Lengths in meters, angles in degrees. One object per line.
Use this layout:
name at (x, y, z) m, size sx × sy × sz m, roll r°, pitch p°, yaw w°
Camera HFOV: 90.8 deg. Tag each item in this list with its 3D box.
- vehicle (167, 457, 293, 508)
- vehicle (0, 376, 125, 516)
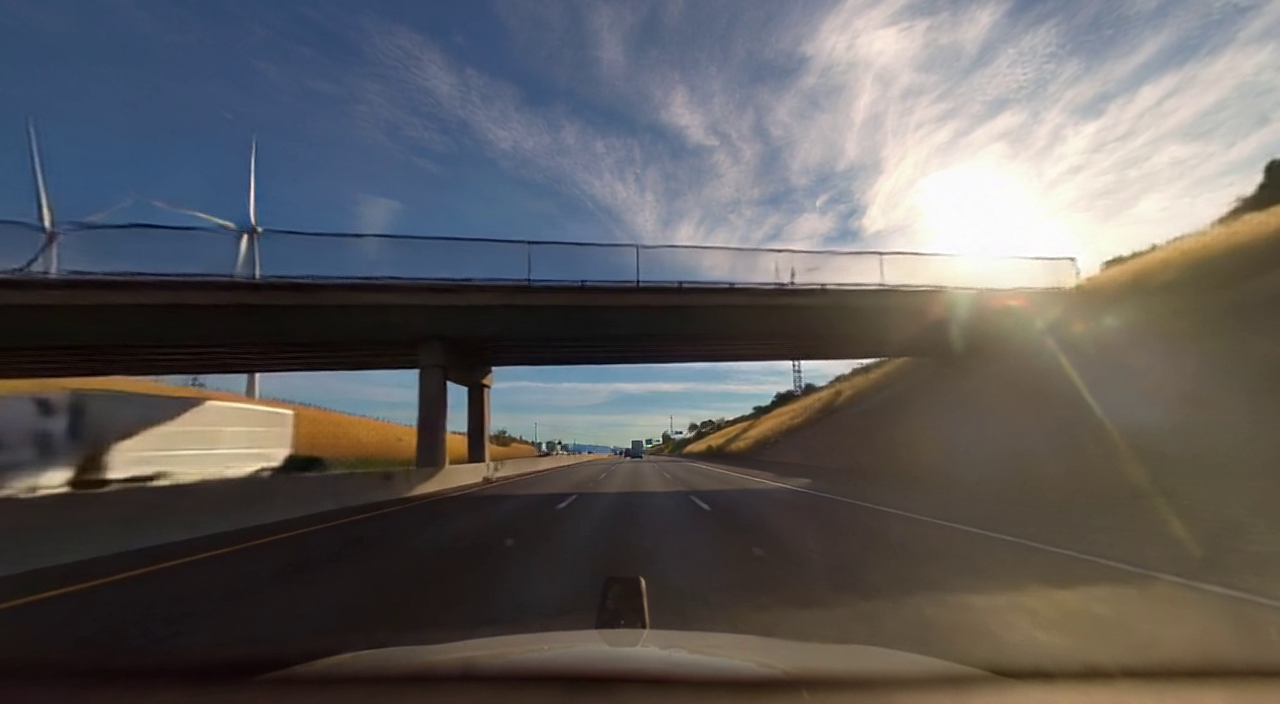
vehicle at (-12.375, 3.924, 19.305) m, size 1.561 × 1.329 × 3.391 m, roll 0°, pitch -9°, yaw -1°
vehicle at (-19.369, 2.800, 18.644) m, size 2.977 × 3.872 × 6.035 m, roll 0°, pitch -9°, yaw -1°
